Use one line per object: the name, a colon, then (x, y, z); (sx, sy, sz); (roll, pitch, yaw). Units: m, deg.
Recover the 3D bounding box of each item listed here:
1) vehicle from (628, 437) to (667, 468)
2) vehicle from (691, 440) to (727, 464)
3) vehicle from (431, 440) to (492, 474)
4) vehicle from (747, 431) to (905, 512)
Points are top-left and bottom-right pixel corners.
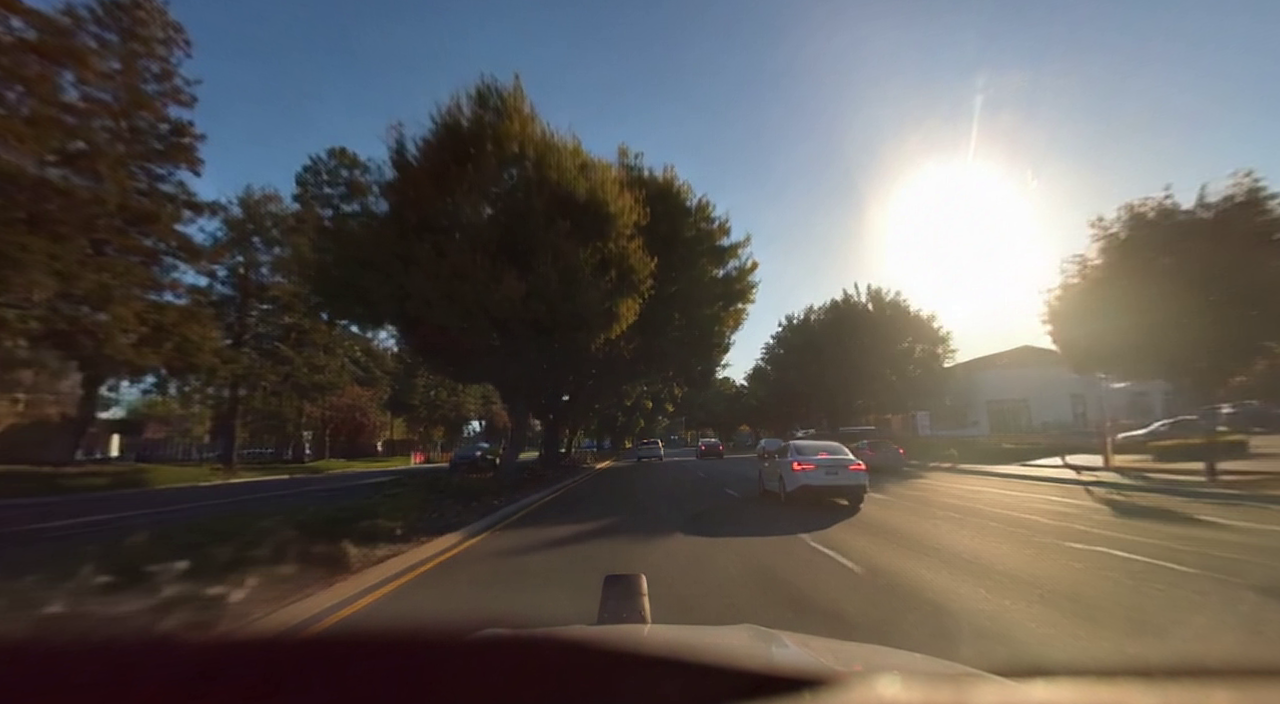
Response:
vehicle: (0.489, 5.942, 37.335); (2.172, 1.694, 4.055); (0, -9, 1)
vehicle: (4.585, 6.723, 42.344); (1.980, 1.515, 4.362); (0, -8, 0)
vehicle: (-9.534, 5.622, 33.890); (2.004, 1.683, 4.290); (0, -9, 1)
vehicle: (3.889, 2.595, 14.151); (2.119, 1.509, 4.756); (0, -9, 0)
